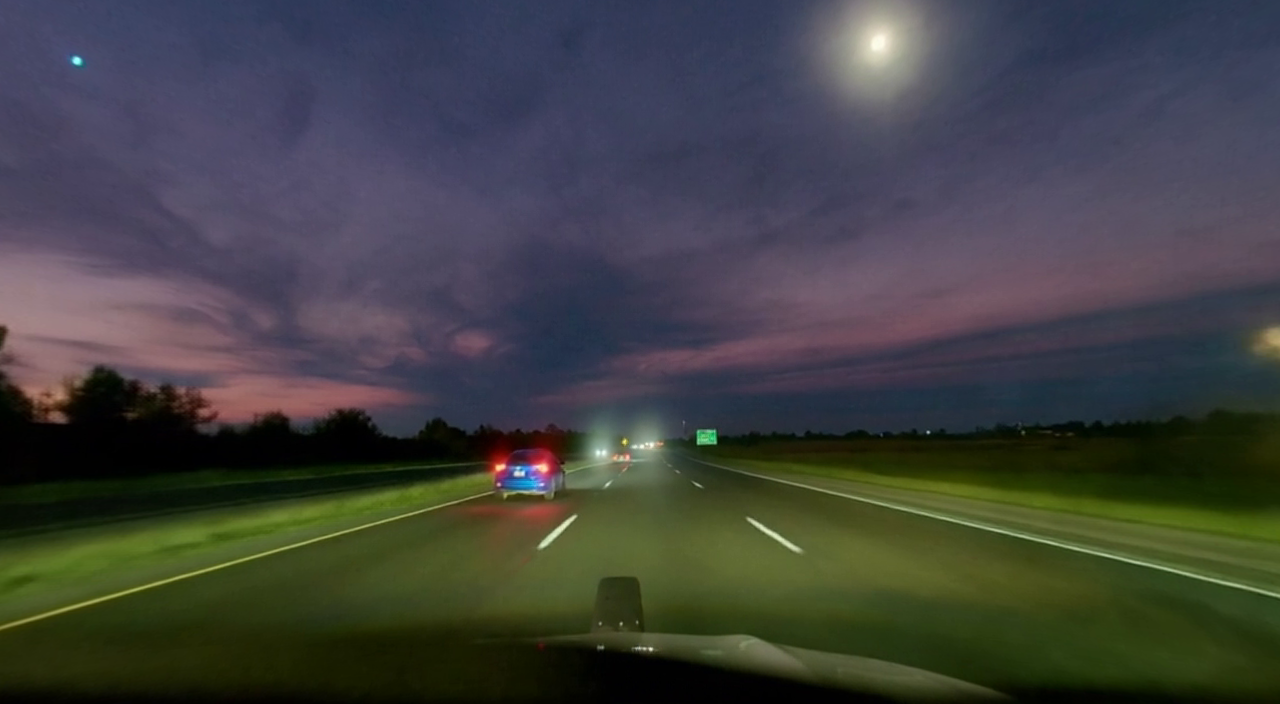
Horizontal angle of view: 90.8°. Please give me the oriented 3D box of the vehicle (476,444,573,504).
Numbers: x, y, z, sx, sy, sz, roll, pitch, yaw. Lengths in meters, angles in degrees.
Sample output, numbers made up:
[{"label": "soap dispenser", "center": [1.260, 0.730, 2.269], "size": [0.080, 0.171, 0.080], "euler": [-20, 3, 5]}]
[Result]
[{"label": "vehicle", "center": [-3.222, 3.512, 18.551], "size": [1.945, 1.537, 4.294], "euler": [0, -9, 1]}]
